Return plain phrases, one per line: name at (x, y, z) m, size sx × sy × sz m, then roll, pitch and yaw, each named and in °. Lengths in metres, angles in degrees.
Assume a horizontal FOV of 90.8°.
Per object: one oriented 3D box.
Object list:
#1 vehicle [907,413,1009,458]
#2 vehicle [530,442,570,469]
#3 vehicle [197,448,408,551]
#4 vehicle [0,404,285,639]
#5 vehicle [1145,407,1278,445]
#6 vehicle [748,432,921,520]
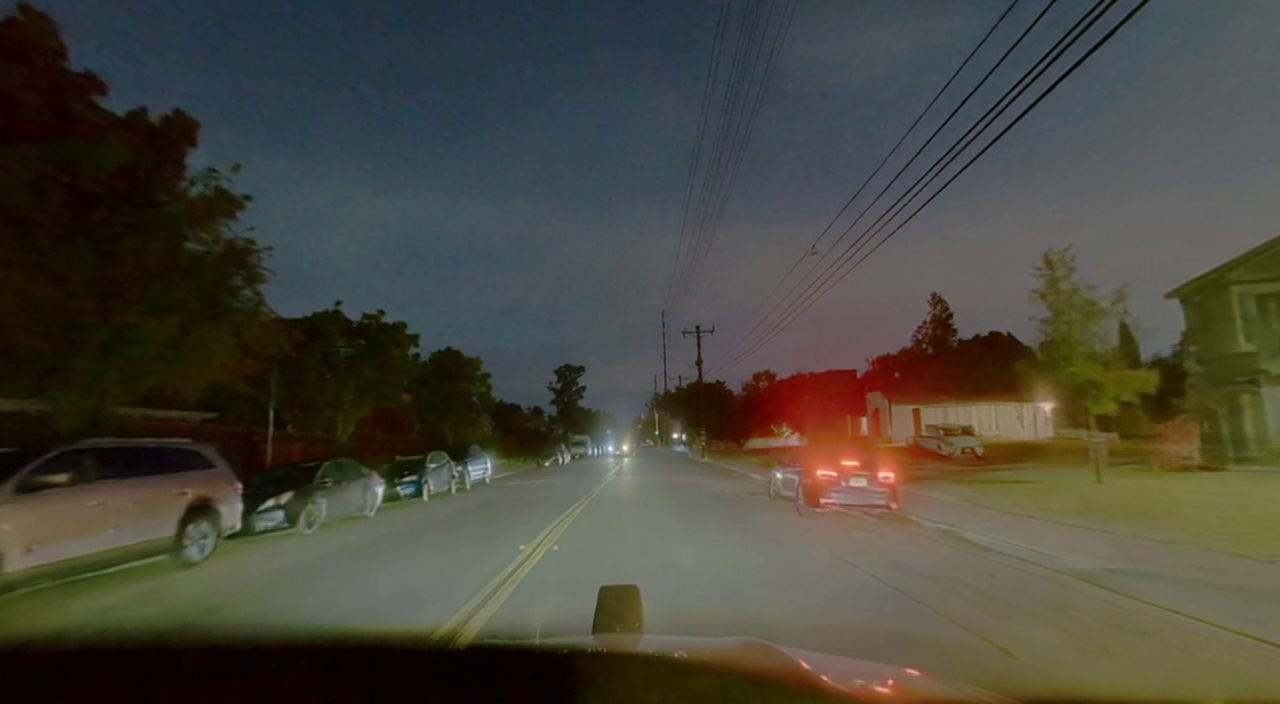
vehicle at (13.357, 3.591, 26.933) m, size 2.039 × 1.712 × 4.766 m, roll -2°, pitch -8°, yaw 3°
vehicle at (-6.110, 7.072, 43.361) m, size 2.055 × 1.666 × 4.168 m, roll -2°, pitch -8°, yaw 1°
vehicle at (-6.113, 2.650, 12.150) m, size 1.813 × 1.447 × 4.437 m, roll -3°, pitch -8°, yaw -3°
vehicle at (-6.283, 1.654, 6.710) m, size 2.192 × 1.873 × 4.985 m, roll -3°, pitch -8°, yaw 0°
vehicle at (24.242, 3.241, 27.080) m, size 1.796 × 1.471 × 4.679 m, roll -1°, pitch -8°, yaw 8°
vehicle at (3.788, 2.504, 13.415) m, size 2.108 × 1.493 × 4.878 m, roll 0°, pitch -8°, yaw 0°
